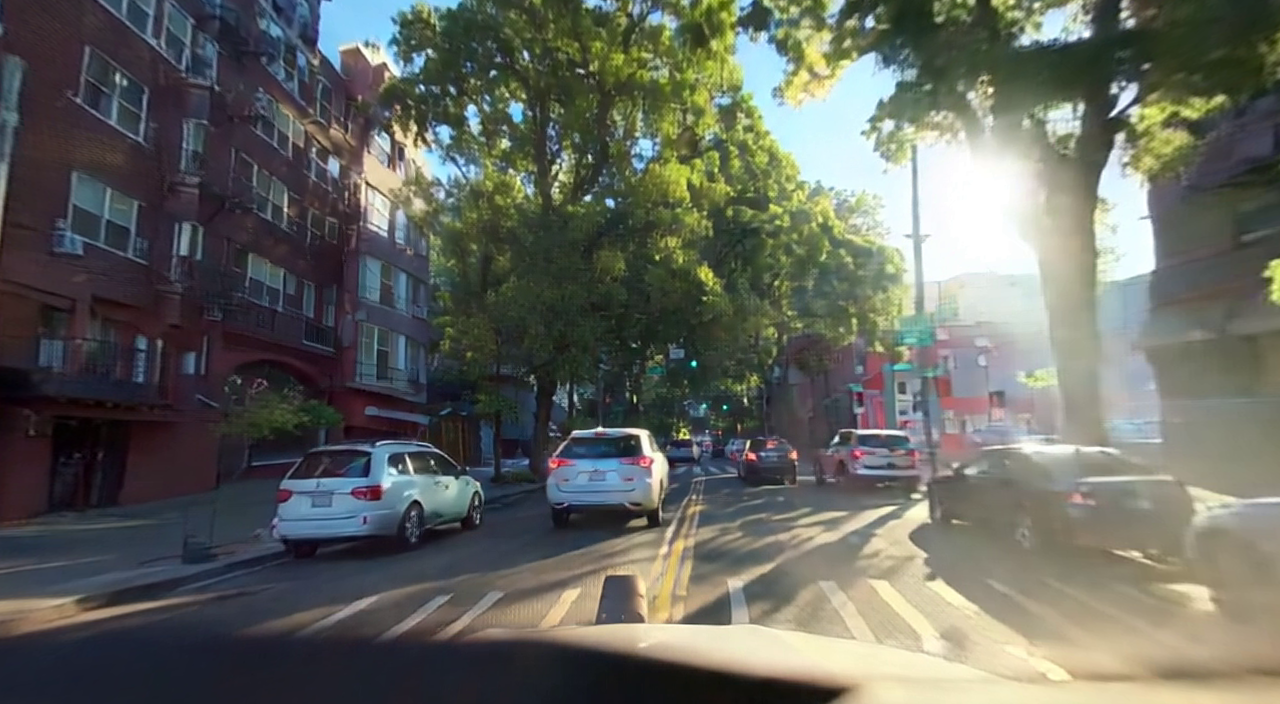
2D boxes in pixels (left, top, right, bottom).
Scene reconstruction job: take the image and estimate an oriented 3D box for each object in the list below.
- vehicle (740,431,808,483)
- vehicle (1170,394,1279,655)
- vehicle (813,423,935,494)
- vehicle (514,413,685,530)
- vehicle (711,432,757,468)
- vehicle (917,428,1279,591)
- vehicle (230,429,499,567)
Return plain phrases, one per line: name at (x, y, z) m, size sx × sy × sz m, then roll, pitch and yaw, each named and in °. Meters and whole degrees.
vehicle at (4.666, 3.685, 22.351) m, size 2.111 × 1.619 × 4.077 m, roll -2°, pitch -9°, yaw 10°
vehicle at (4.778, 0.852, 2.480) m, size 1.883 × 1.601 × 4.305 m, roll -1°, pitch -9°, yaw 5°
vehicle at (6.818, 3.187, 19.163) m, size 2.093 × 1.815 × 5.441 m, roll -1°, pitch -9°, yaw 5°
vehicle at (-0.497, 2.298, 12.741) m, size 2.333 × 1.832 × 5.200 m, roll -2°, pitch -9°, yaw 9°
vehicle at (4.731, 4.996, 32.230) m, size 2.111 × 1.705 × 4.093 m, roll -1°, pitch -9°, yaw 6°
vehicle at (5.231, 1.758, 7.959) m, size 1.937 × 1.442 × 4.338 m, roll -1°, pitch -9°, yaw 6°
vehicle at (-4.161, 2.252, 10.581) m, size 2.013 × 1.772 × 4.439 m, roll -2°, pitch -9°, yaw 8°
